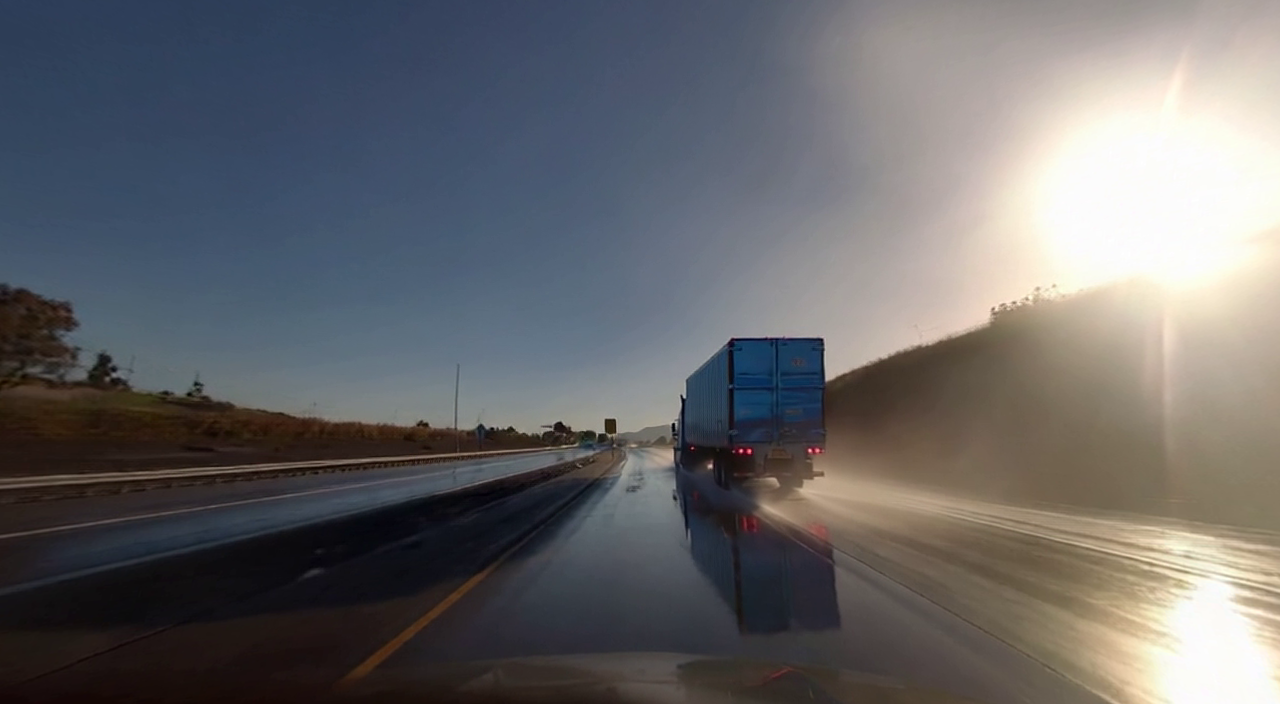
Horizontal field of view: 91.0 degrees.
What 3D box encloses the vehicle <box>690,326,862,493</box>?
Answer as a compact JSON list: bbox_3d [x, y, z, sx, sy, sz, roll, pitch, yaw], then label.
[{"bbox_3d":[4.269,2.520,24.115,3.615,4.578,13.539,0,-8,0],"label":"vehicle"}]
